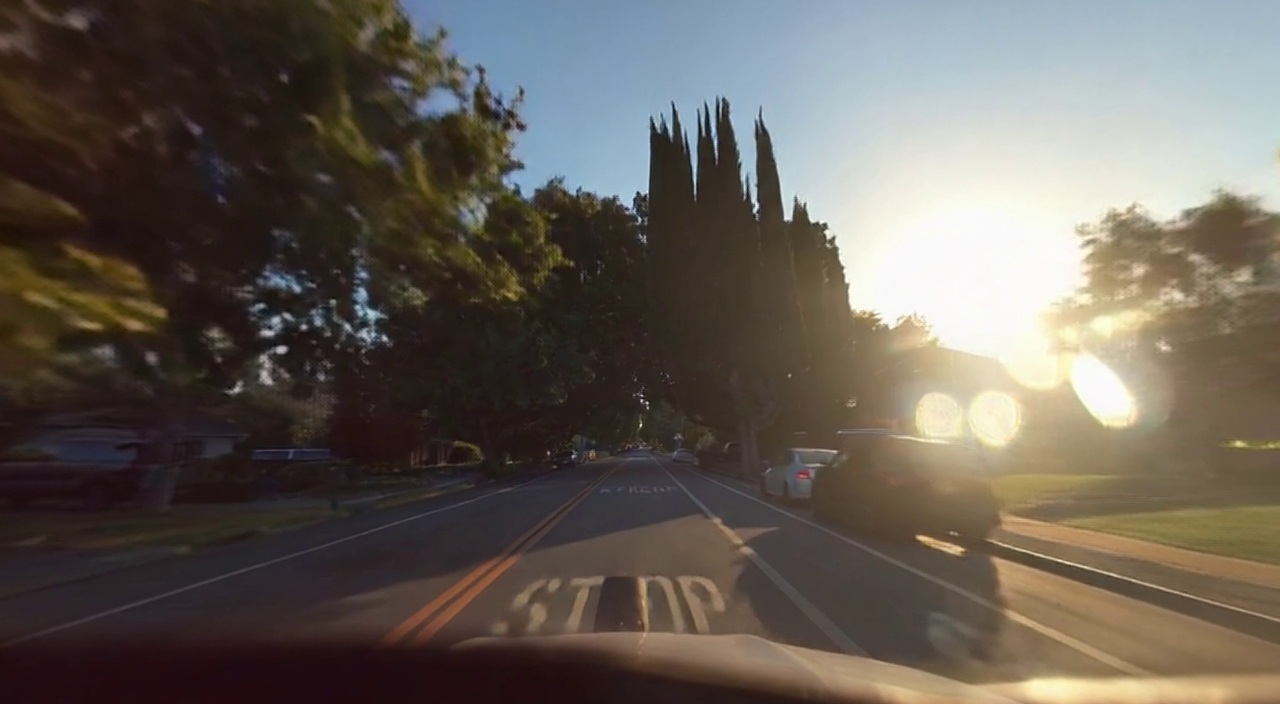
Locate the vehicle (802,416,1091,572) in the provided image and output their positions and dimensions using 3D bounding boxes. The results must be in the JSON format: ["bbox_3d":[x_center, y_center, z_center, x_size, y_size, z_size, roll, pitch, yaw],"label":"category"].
[{"bbox_3d":[4.183,2.016,9.818,2.032,1.792,4.849,0,-9,0],"label":"vehicle"}]
